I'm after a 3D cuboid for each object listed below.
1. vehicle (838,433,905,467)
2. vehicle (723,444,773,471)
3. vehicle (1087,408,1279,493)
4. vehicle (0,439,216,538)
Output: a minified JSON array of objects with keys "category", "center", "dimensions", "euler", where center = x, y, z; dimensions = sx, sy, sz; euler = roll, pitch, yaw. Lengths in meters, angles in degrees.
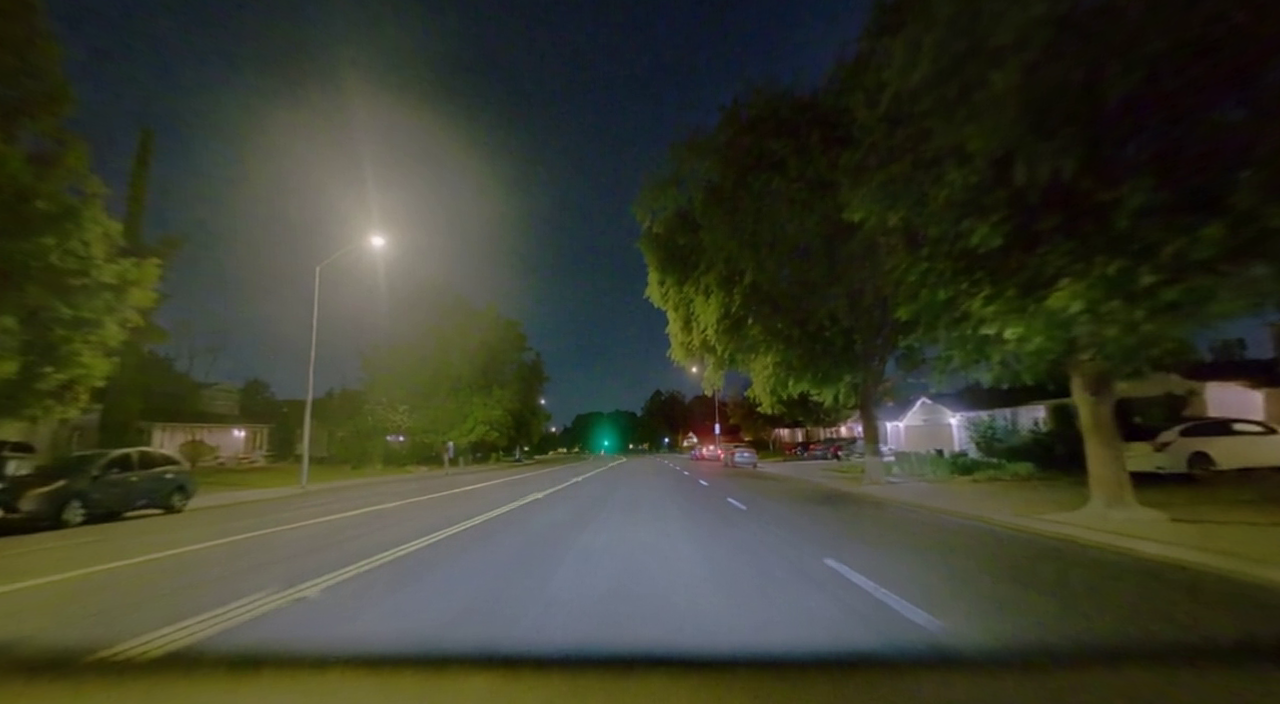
[{"category":"vehicle","center":[13.367,5.721,36.832],"dimensions":[1.978,1.738,4.734],"euler":[-2,-9,-1]},{"category":"vehicle","center":[6.532,6.444,38.744],"dimensions":[2.042,1.511,5.029],"euler":[0,-8,-2]},{"category":"vehicle","center":[14.031,2.346,15.181],"dimensions":[4.763,1.816,2.227],"euler":[-2,-9,2]},{"category":"vehicle","center":[-11.372,2.789,13.286],"dimensions":[2.020,1.691,4.308],"euler":[-2,-10,-2]}]
